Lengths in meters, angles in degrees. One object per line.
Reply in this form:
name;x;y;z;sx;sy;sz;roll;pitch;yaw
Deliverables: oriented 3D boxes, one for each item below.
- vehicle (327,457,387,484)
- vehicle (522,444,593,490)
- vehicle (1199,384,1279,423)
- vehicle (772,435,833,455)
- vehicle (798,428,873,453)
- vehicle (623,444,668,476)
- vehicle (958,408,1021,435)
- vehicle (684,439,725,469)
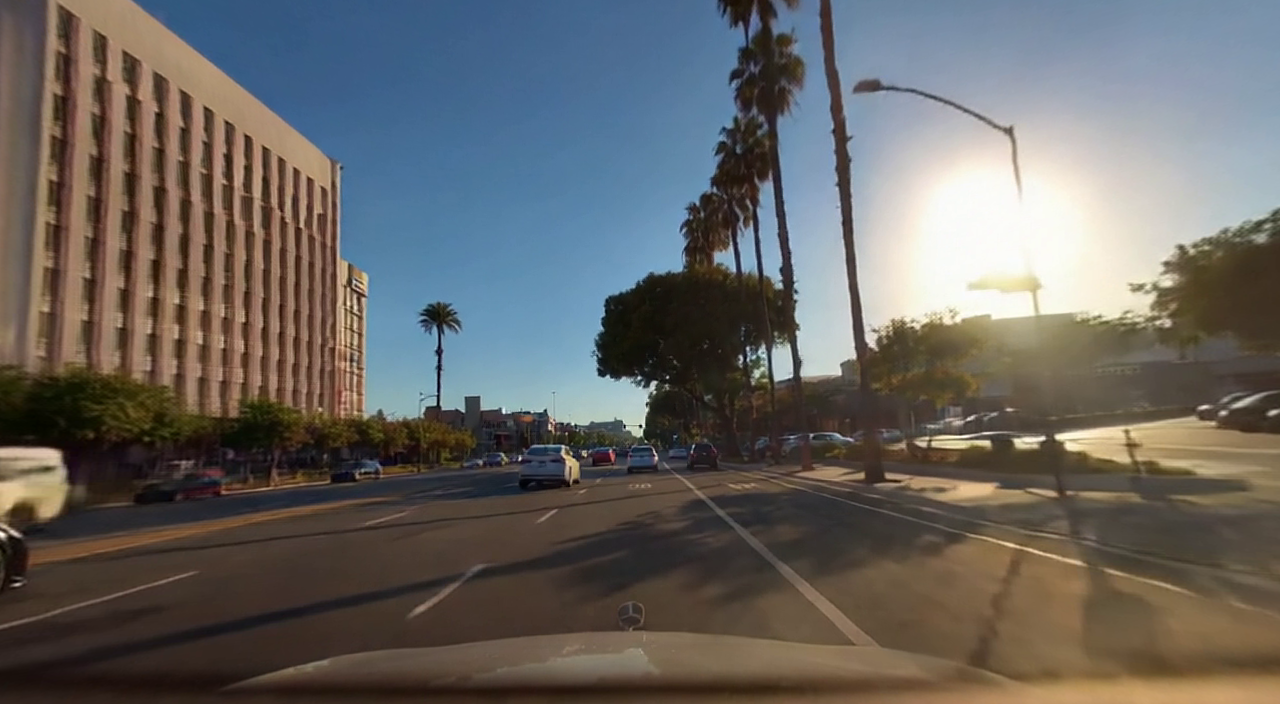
vehicle;-20.593;8.621;46.082;2.016;1.754;4.826;-1;-9;1
vehicle;-2.923;4.177;23.336;1.908;1.505;4.369;-1;-9;2
vehicle;27.758;2.220;27.358;1.663;1.499;4.774;5;-10;-31
vehicle;12.366;7.031;47.796;4.284;1.450;1.927;4;-10;-29
vehicle;12.923;5.839;41.639;4.749;1.457;1.806;3;-11;-28
vehicle;0.280;5.523;32.494;2.147;1.507;3.953;-1;-9;0
vehicle;23.736;4.748;42.739;4.448;1.701;1.954;6;-11;-37
vehicle;4.130;6.628;41.100;2.108;1.785;4.334;0;-9;-1
